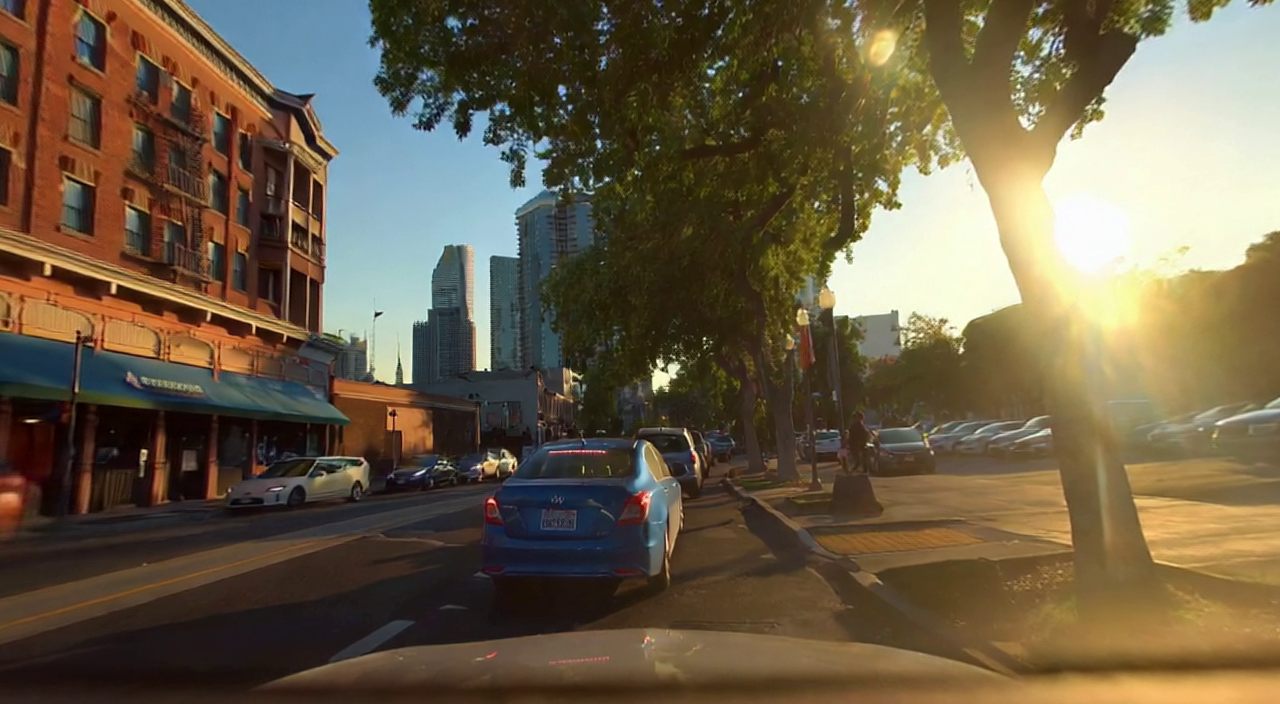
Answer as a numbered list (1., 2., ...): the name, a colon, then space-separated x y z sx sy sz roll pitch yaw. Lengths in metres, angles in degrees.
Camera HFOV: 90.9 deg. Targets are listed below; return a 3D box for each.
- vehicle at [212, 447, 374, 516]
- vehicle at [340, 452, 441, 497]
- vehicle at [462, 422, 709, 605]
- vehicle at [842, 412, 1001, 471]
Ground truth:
1. vehicle: -11.009 4.069 20.589 2.081 1.718 5.342 -6 -9 3
2. vehicle: -10.259 5.033 26.280 1.826 1.432 4.556 -7 -9 8
3. vehicle: -0.277 1.634 7.289 1.939 1.478 3.922 -2 -8 9
4. vehicle: 9.016 2.833 20.221 4.558 1.528 1.915 0 -8 -23
